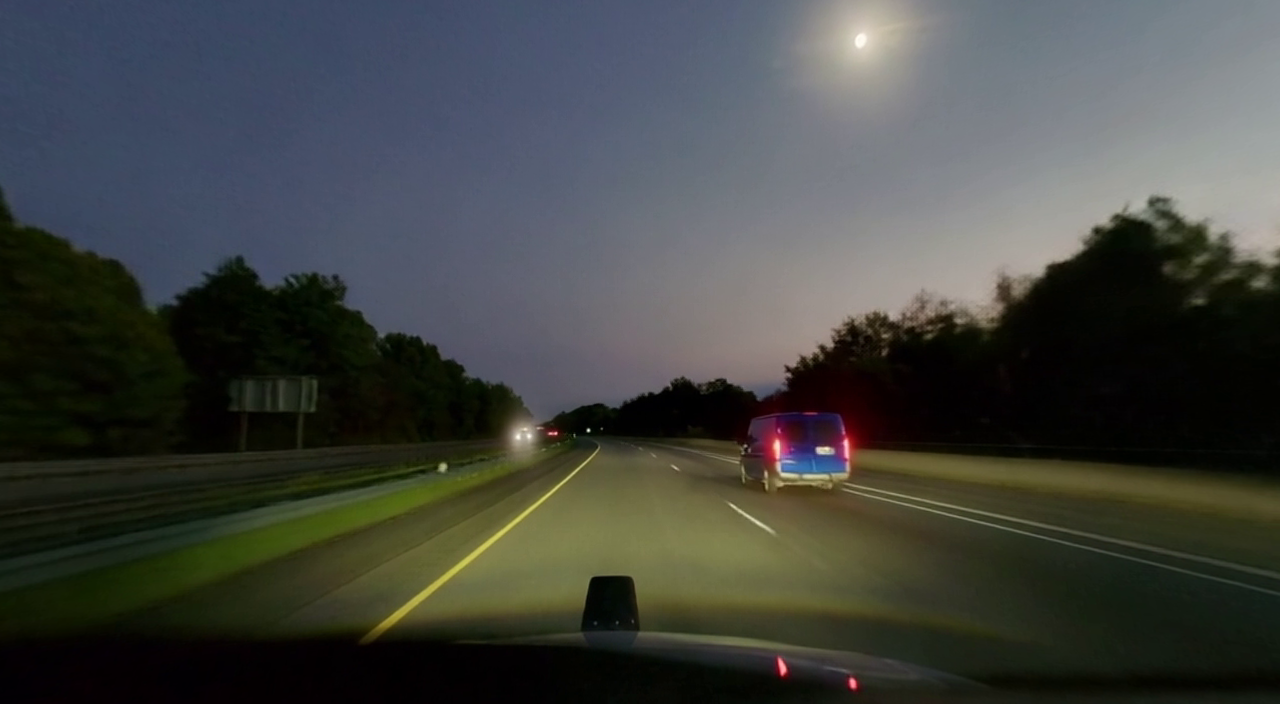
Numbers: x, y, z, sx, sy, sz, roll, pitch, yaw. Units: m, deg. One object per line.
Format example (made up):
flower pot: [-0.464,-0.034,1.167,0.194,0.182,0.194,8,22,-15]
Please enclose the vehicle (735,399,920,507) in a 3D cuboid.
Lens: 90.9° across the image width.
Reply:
vehicle: [3.500,1.992,12.901,2.240,1.801,4.545,0,-8,-2]
